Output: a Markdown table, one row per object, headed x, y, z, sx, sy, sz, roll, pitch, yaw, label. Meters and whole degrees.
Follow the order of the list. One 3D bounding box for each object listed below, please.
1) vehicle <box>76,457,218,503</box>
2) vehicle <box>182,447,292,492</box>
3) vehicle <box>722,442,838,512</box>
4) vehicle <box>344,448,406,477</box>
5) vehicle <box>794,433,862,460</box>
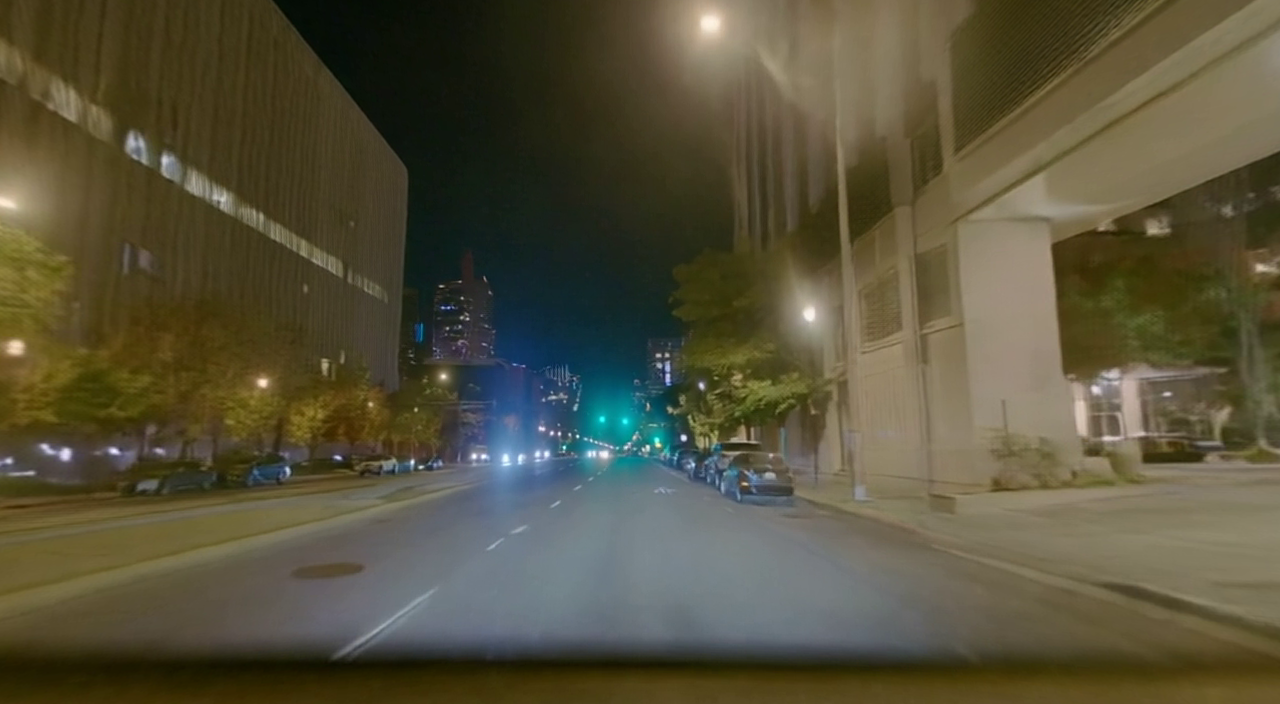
| x | y | z | sx | sy | sz | roll | pitch | yaw | label |
| --- | --- | --- | --- | --- | --- | --- | --- | --- | --- |
| -18.304 | 4.747 | 23.795 | 1.791 | 1.461 | 4.496 | 0 | -8 | -1 | vehicle |
| -18.113 | 5.252 | 28.719 | 2.007 | 1.806 | 4.707 | 0 | -8 | -2 | vehicle |
| 3.325 | 3.044 | 15.951 | 1.924 | 1.492 | 4.587 | 0 | -8 | 1 | vehicle |
| -18.401 | 7.645 | 44.173 | 2.151 | 1.885 | 4.979 | 0 | -8 | -1 | vehicle |
| 14.696 | 7.364 | 49.198 | 5.687 | 1.947 | 2.256 | 7 | -11 | -40 | vehicle |
